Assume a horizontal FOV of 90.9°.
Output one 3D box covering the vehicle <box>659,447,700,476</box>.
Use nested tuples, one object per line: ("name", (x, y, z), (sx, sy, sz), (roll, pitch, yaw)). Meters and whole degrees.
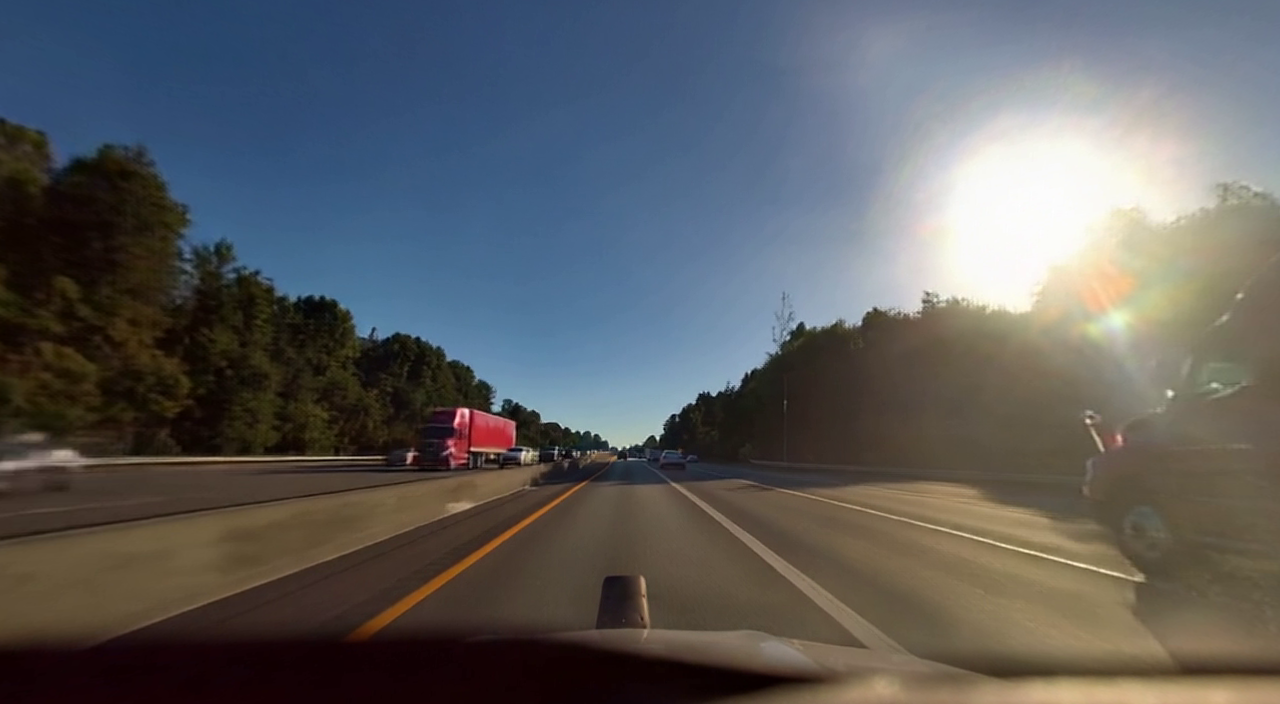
("vehicle", (2.298, 6.492, 37.445), (2.111, 1.599, 3.859), (0, -9, -1))

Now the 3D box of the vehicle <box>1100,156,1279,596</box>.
("vehicle", (7.099, 0.048, 4.526), (2.941, 3.837, 5.946), (0, -9, 1))

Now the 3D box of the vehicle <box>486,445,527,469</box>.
("vehicle", (-8.436, 6.651, 40.184), (1.830, 1.438, 3.678), (0, -9, 0))

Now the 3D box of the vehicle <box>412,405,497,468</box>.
("vehicle", (-13.004, 6.187, 45.471), (2.947, 3.956, 11.078), (0, -9, -1))
